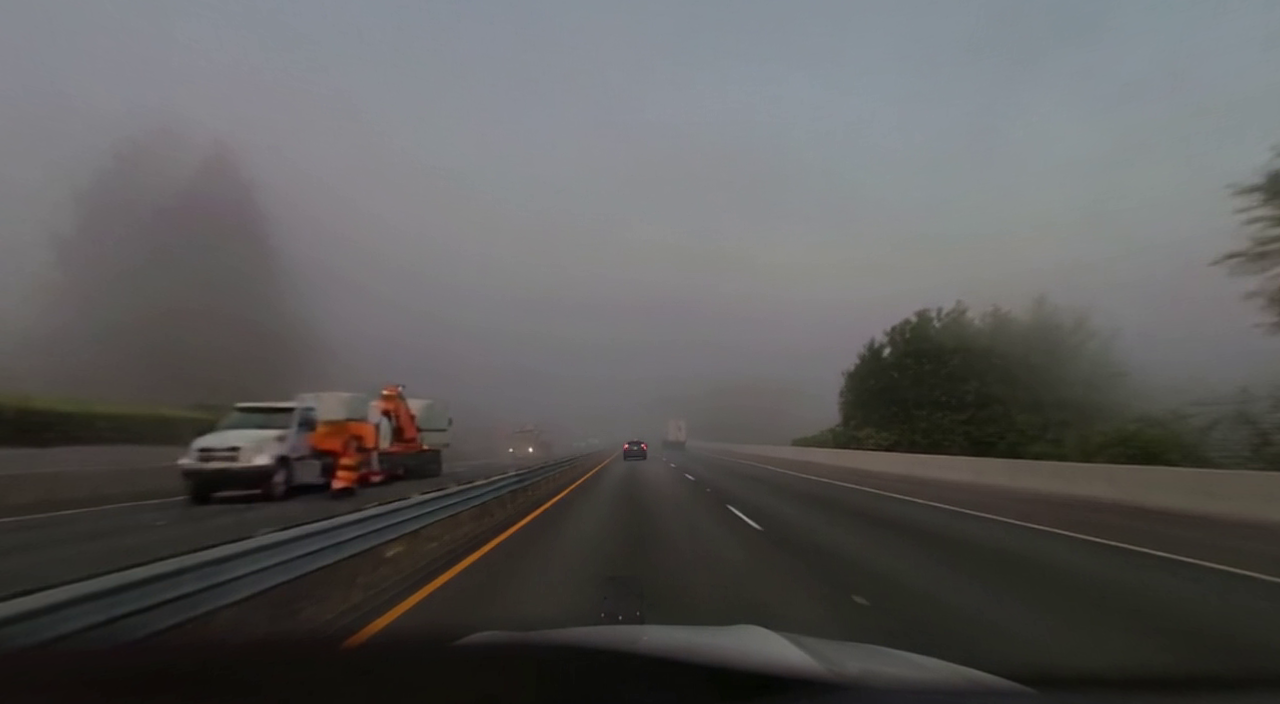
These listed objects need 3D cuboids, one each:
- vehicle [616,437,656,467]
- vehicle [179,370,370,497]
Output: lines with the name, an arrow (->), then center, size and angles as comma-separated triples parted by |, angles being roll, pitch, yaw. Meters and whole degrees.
vehicle -> -0.185, 5.305, 33.651 | 2.004, 1.472, 4.075 | 0, -8, 0
vehicle -> -13.002, 3.031, 23.216 | 3.010, 3.976, 6.420 | -1, -8, 1
